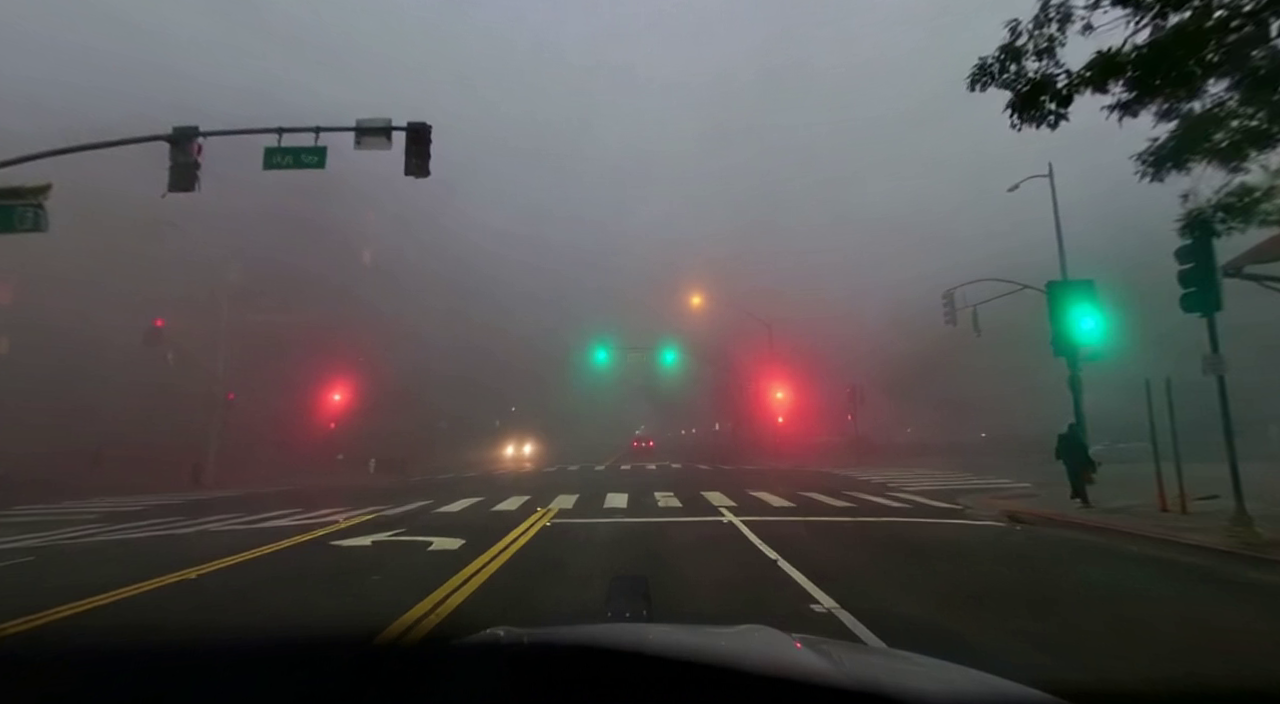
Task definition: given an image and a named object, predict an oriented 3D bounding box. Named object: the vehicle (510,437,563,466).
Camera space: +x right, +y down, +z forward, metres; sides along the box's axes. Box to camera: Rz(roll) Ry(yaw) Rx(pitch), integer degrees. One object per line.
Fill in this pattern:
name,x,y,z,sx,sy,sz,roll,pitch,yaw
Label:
vehicle,-5.778,5.622,35.749,2.127,1.473,4.428,0,-8,1
